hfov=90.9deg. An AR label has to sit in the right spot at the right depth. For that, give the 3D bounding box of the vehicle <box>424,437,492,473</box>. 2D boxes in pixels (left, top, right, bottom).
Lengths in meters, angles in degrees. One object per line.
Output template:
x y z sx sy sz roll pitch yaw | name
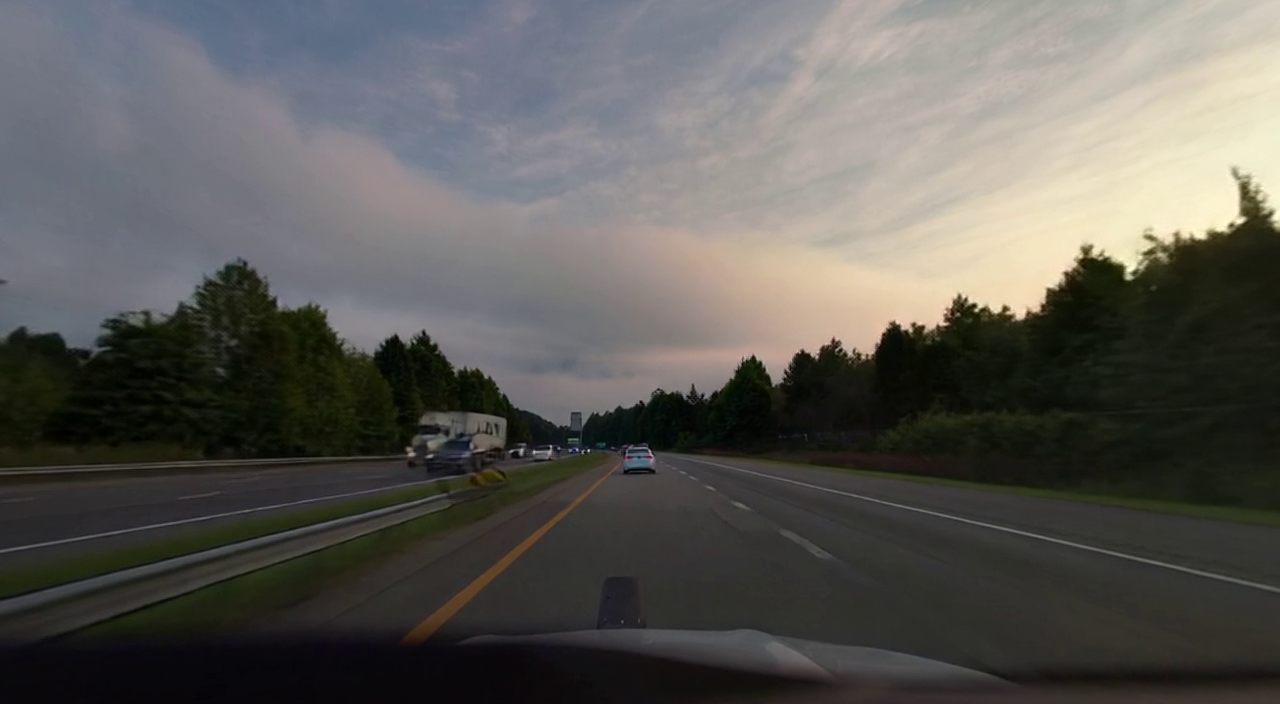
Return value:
-8.753 5.016 30.746 1.984 1.613 4.329 0 -9 1 | vehicle

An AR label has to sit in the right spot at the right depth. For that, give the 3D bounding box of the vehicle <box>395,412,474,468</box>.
-13.318 5.832 41.550 2.649 3.362 7.432 0 -9 0 | vehicle

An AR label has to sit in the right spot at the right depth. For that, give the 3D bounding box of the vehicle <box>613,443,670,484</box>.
0.048 4.496 25.704 2.114 1.523 4.012 0 -9 0 | vehicle
